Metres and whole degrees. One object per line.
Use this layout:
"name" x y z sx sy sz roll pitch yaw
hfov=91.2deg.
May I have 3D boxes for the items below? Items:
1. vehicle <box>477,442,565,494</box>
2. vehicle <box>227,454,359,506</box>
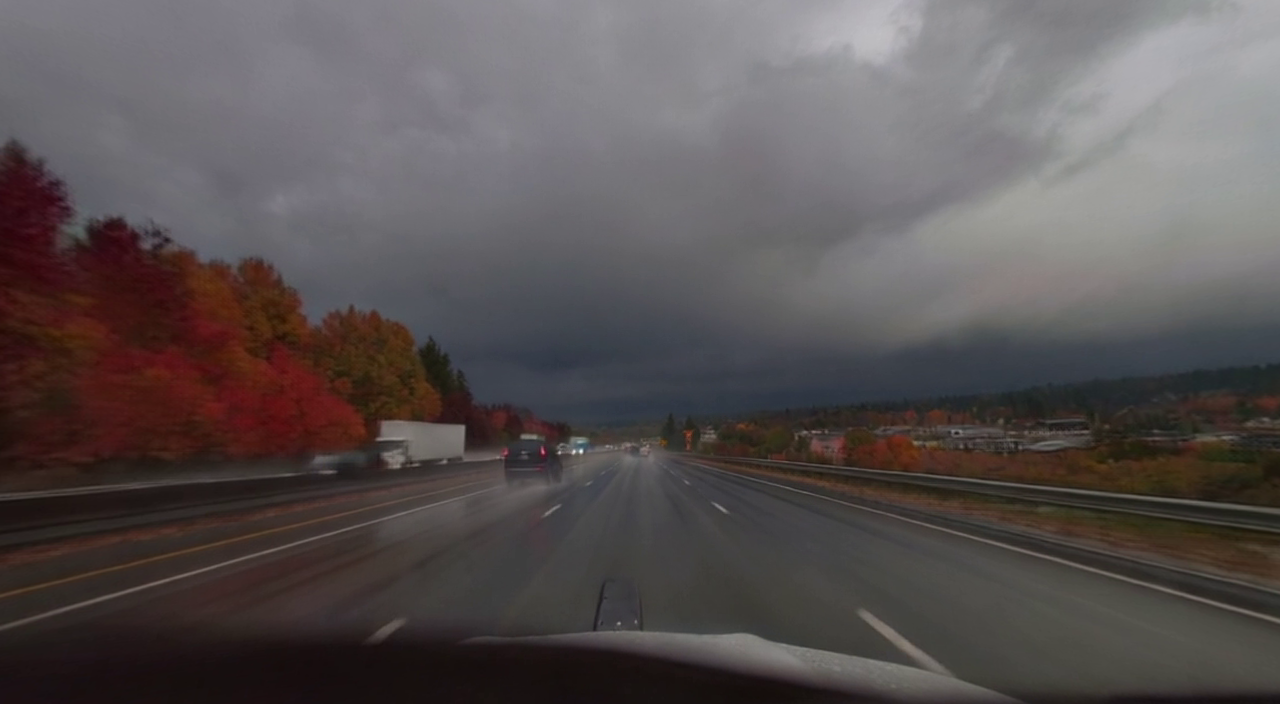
"vehicle" -3.995 3.995 21.967 2.153 1.577 4.707 0 -9 0
"vehicle" -11.203 4.124 20.661 1.856 1.463 4.336 0 -9 0
